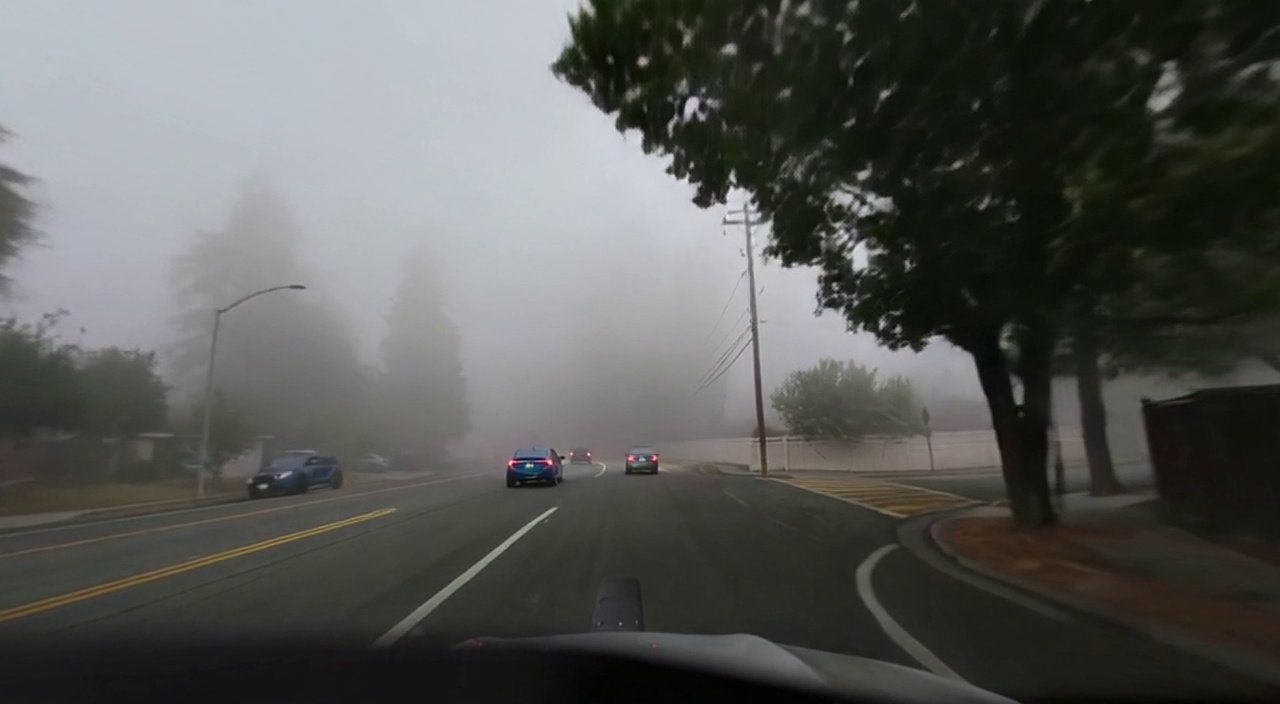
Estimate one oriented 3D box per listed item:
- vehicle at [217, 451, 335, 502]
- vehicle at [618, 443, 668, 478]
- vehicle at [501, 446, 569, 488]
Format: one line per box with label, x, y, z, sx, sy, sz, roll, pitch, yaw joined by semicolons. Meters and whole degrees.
vehicle;-14.350;4.902;25.295;2.083;1.817;4.532;0;-9;-1
vehicle;0.071;5.060;29.667;2.168;1.504;4.284;0;-9;-2
vehicle;-3.863;4.279;23.934;1.913;1.425;4.235;0;-9;-1
